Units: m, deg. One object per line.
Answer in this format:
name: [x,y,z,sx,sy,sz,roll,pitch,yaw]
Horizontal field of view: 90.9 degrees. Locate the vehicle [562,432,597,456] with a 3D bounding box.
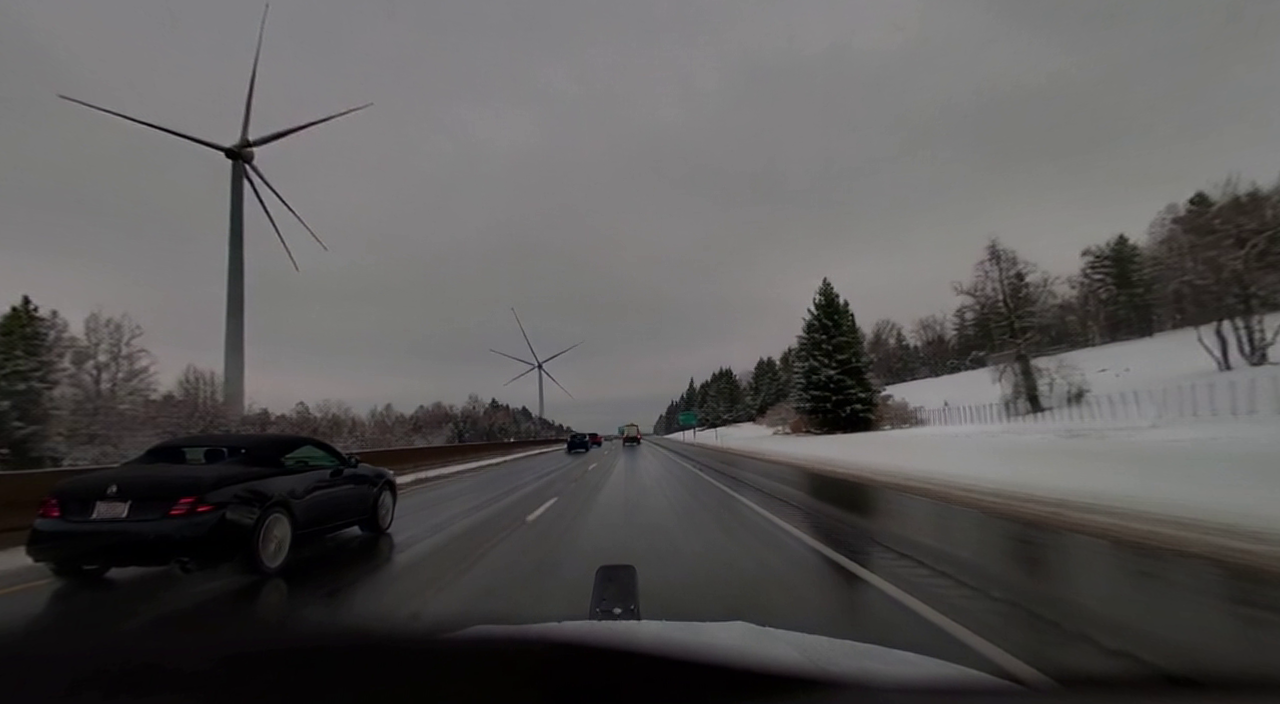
vehicle: [-3.872,5.933,40.857,2.024,1.456,3.754,0,-8,-2]

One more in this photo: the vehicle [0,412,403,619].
vehicle: [-4.228,1.414,6.505,1.969,1.413,4.194,0,-8,-1]
